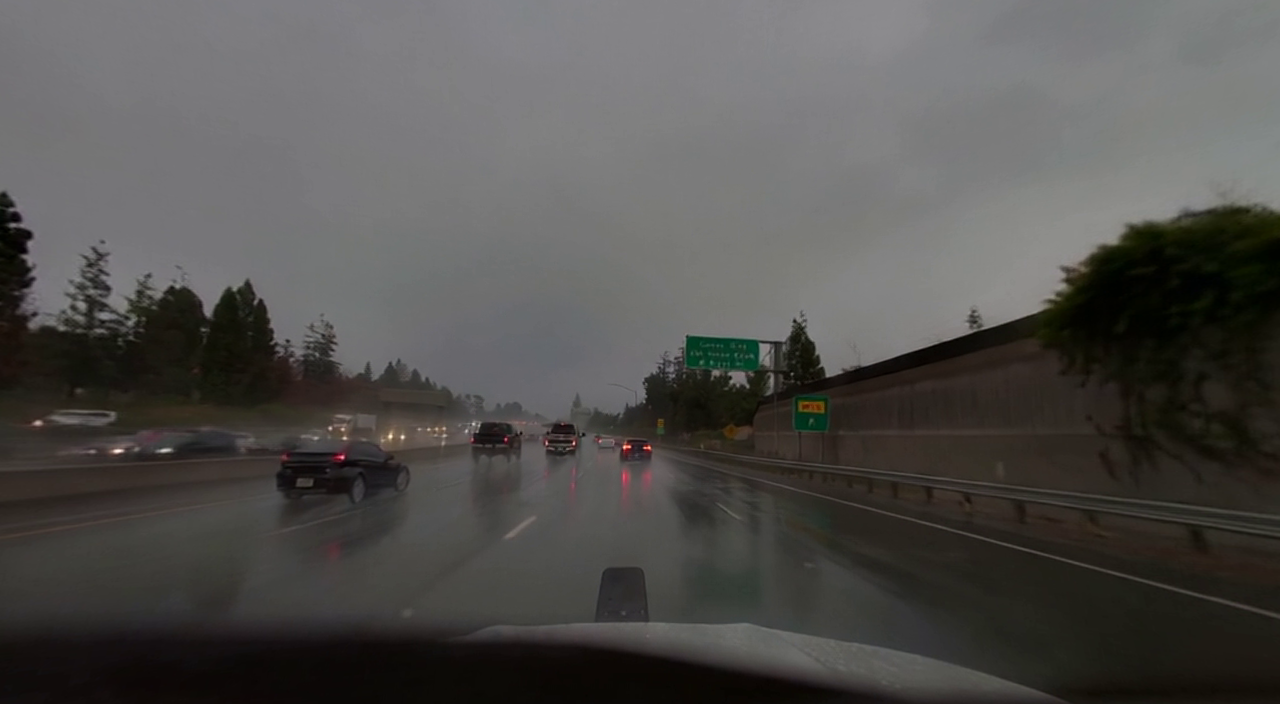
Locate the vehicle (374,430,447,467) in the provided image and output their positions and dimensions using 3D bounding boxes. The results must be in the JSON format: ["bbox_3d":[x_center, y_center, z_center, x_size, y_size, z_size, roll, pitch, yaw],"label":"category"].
[{"bbox_3d":[-12.059,5.104,33.516,2.079,1.807,5.187,0,-8,-2],"label":"vehicle"}]

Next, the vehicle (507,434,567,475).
[{"bbox_3d":[-4.354,4.402,27.335,2.005,1.631,4.295,0,-8,-1],"label":"vehicle"}]

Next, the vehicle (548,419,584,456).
[{"bbox_3d":[-5.666,6.624,48.693,2.279,2.672,5.256,0,-8,-2],"label":"vehicle"}]

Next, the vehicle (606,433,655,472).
[{"bbox_3d":[-0.498,4.639,29.321,2.092,1.671,3.772,0,-8,-2],"label":"vehicle"}]

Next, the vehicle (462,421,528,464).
[{"bbox_3d":[-8.594,5.456,38.016,2.773,2.402,6.232,0,-8,-3],"label":"vehicle"}]

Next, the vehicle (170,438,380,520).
[{"bbox_3d":[-7.517,2.618,13.628,1.896,1.465,4.399,0,-8,0],"label":"vehicle"}]

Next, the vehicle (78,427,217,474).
[{"bbox_3d":[-19.884,4.004,25.808,2.023,1.697,4.723,0,-8,-3],"label":"vehicle"}]
